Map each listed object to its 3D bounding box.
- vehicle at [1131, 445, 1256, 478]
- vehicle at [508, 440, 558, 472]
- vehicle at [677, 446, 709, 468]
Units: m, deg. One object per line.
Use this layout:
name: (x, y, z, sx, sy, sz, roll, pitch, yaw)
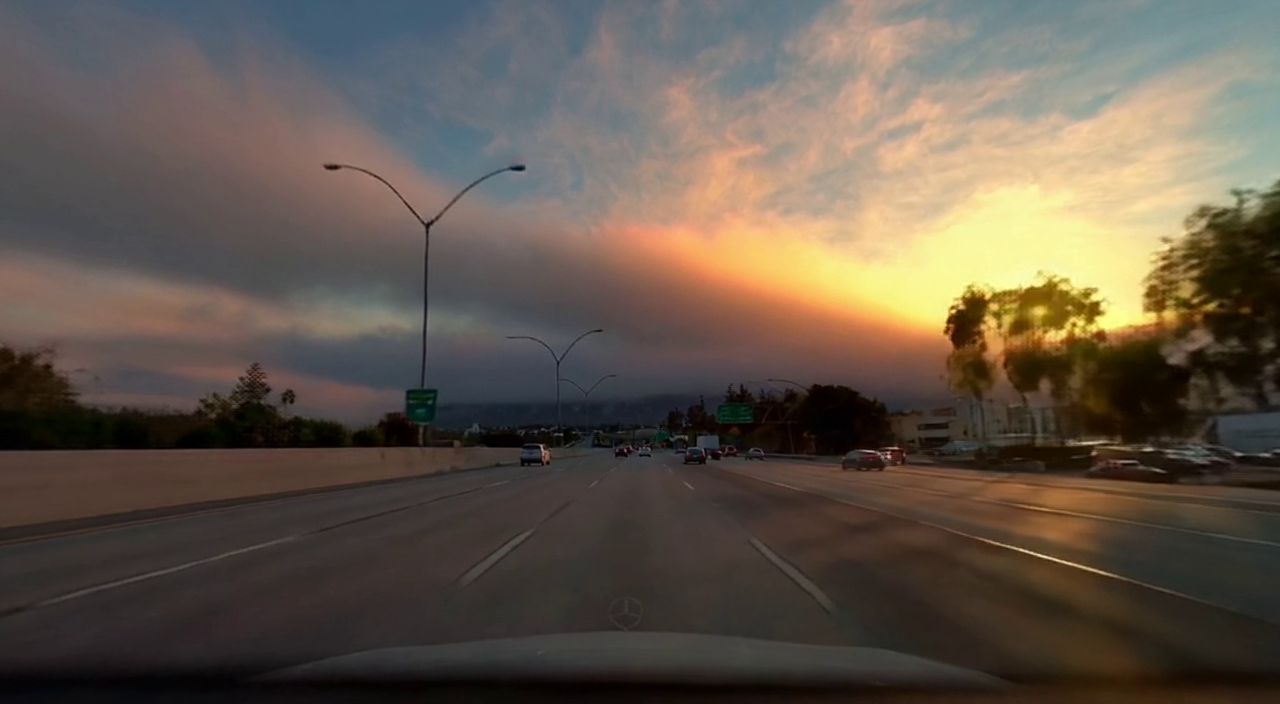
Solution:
vehicle: (36.671, 7.205, 41.767, 2.387, 1.982, 5.758, 7, -11, -38)
vehicle: (-6.265, 6.100, 37.157, 2.091, 1.746, 4.437, 0, -9, 1)
vehicle: (3.750, 7.441, 44.621, 1.950, 1.453, 3.378, 0, -9, -1)
